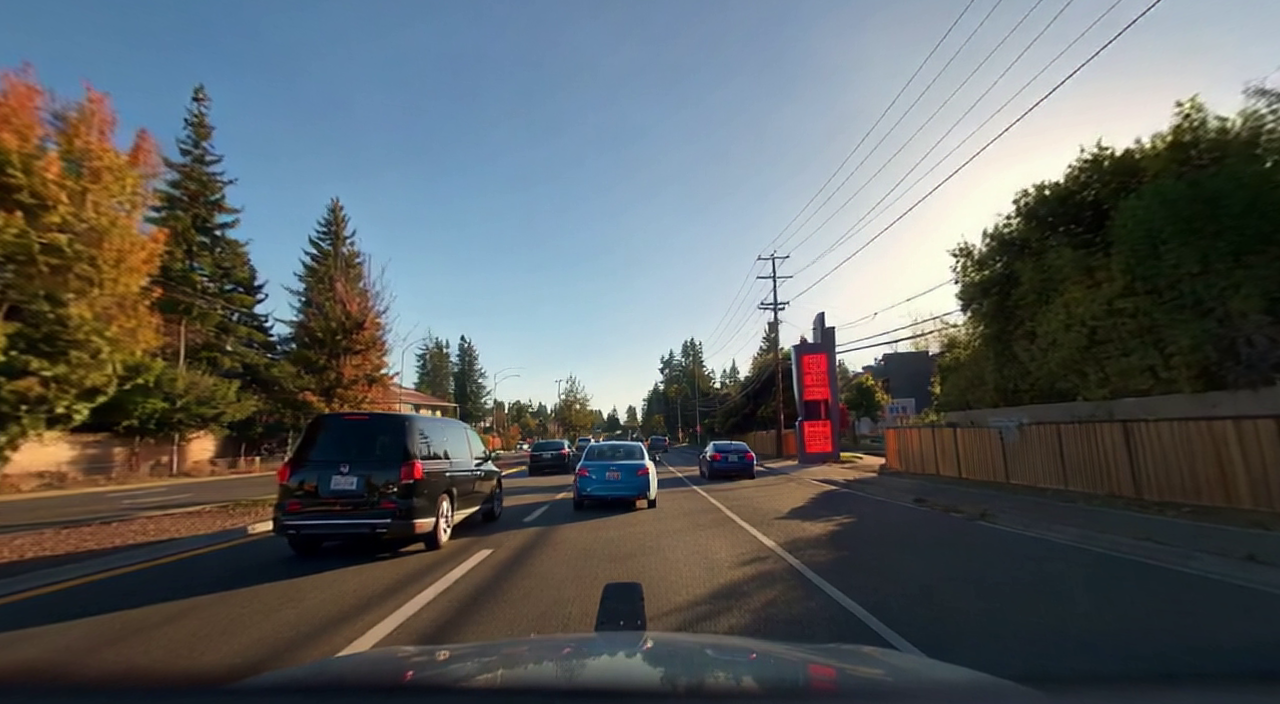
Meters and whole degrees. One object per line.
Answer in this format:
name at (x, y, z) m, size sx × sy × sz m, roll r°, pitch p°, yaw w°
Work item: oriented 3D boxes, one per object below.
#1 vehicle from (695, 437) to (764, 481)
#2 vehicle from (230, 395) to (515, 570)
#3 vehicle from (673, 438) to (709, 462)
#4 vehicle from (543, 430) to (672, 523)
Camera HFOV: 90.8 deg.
vehicle at (3.267, 3.986, 23.904) m, size 1.878 × 1.479 × 4.461 m, roll 0°, pitch -8°, yaw -1°
vehicle at (-3.314, 1.735, 9.146) m, size 2.092 × 1.839 × 4.736 m, roll 0°, pitch -8°, yaw -1°
vehicle at (3.173, 6.194, 40.103) m, size 1.841 × 1.456 × 4.237 m, roll 0°, pitch -8°, yaw -2°
vehicle at (-0.551, 2.318, 12.274) m, size 2.097 × 1.511 × 3.809 m, roll 0°, pitch -8°, yaw -1°
